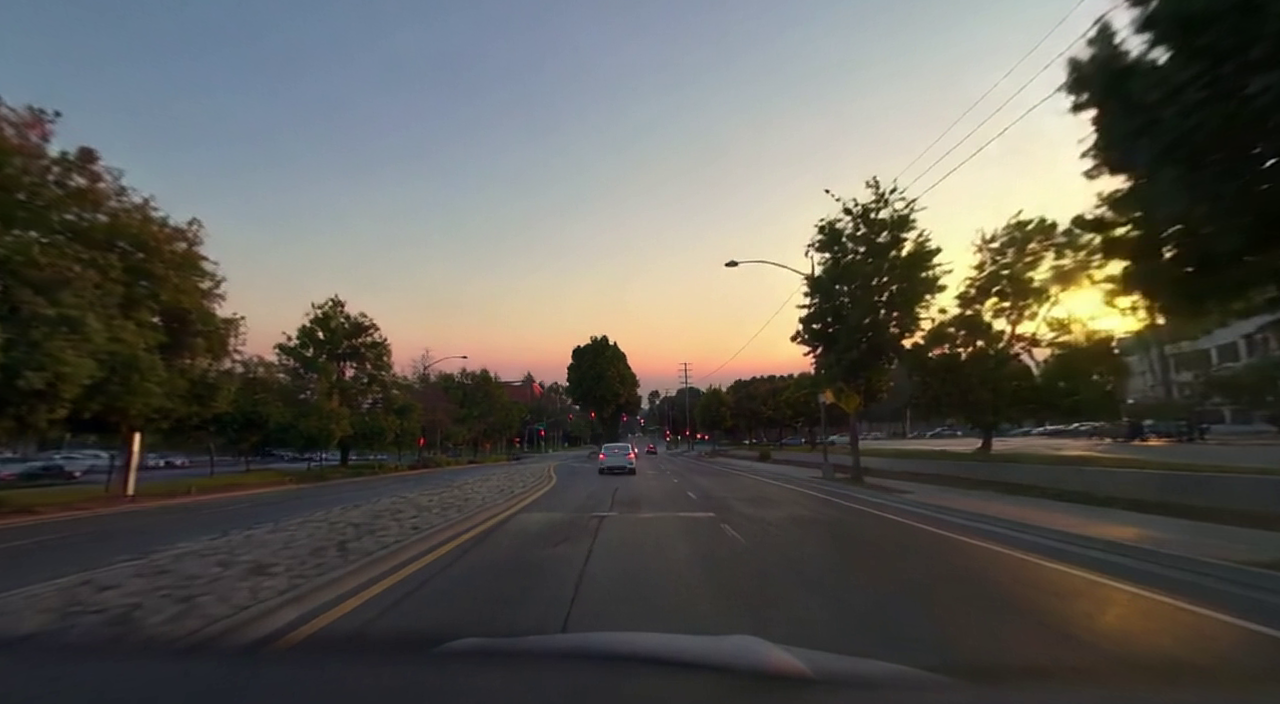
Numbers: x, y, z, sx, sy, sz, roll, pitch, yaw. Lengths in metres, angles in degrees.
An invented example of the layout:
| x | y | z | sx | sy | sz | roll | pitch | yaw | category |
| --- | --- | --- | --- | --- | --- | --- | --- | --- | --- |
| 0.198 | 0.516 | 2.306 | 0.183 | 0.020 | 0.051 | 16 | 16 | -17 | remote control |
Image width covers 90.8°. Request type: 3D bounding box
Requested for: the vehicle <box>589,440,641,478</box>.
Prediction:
| x | y | z | sx | sy | sz | roll | pitch | yaw | category |
| --- | --- | --- | --- | --- | --- | --- | --- | --- | --- |
| -1.051 | 4.606 | 27.391 | 2.075 | 1.470 | 3.962 | 0 | -9 | -1 | vehicle |
